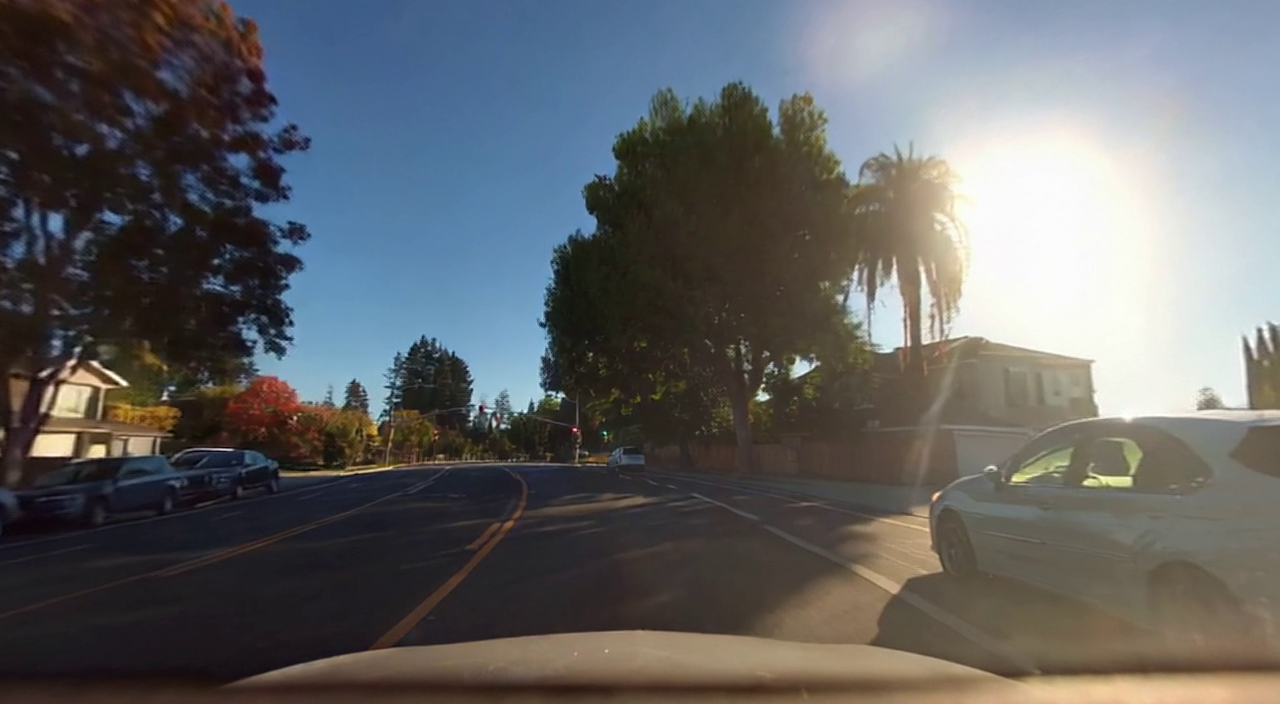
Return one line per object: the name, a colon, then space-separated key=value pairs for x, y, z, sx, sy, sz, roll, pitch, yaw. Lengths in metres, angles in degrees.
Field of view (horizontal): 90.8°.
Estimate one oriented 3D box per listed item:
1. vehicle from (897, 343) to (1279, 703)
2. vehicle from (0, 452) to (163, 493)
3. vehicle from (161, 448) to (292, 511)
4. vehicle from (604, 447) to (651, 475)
vehicle: x=3.865 y=1.085 z=4.134 sx=2.081 sy=1.828 sz=5.138 roll=0 pitch=-9 yaw=-1
vehicle: x=-21.992 y=4.649 z=24.552 sx=5.065 sy=1.466 sz=1.858 roll=2 pitch=-9 yaw=-15
vehicle: x=-14.478 y=4.414 z=22.551 sx=1.993 sy=1.801 sz=5.201 roll=-2 pitch=-8 yaw=-10
vehicle: x=-0.820 y=6.579 z=38.425 sx=1.951 sy=1.620 sz=4.582 roll=2 pitch=-9 yaw=-12
